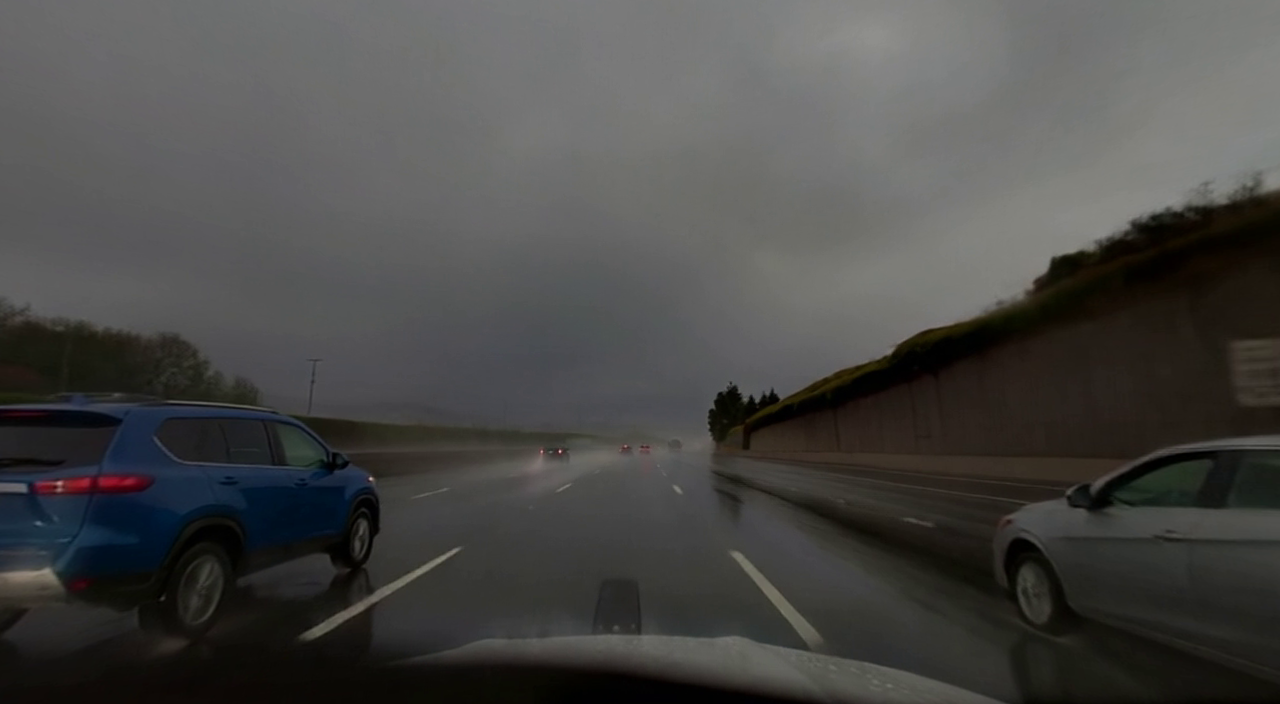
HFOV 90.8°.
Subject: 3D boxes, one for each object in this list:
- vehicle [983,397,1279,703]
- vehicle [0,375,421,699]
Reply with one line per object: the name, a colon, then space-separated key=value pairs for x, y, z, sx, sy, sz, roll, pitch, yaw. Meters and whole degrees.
vehicle: x=3.579 y=0.939 z=2.593 sx=1.847 sy=1.493 sz=4.303 roll=0 pitch=-9 yaw=-1
vehicle: x=-3.874 y=1.331 z=5.774 sx=2.047 sy=1.715 sz=4.689 roll=0 pitch=-9 yaw=0
